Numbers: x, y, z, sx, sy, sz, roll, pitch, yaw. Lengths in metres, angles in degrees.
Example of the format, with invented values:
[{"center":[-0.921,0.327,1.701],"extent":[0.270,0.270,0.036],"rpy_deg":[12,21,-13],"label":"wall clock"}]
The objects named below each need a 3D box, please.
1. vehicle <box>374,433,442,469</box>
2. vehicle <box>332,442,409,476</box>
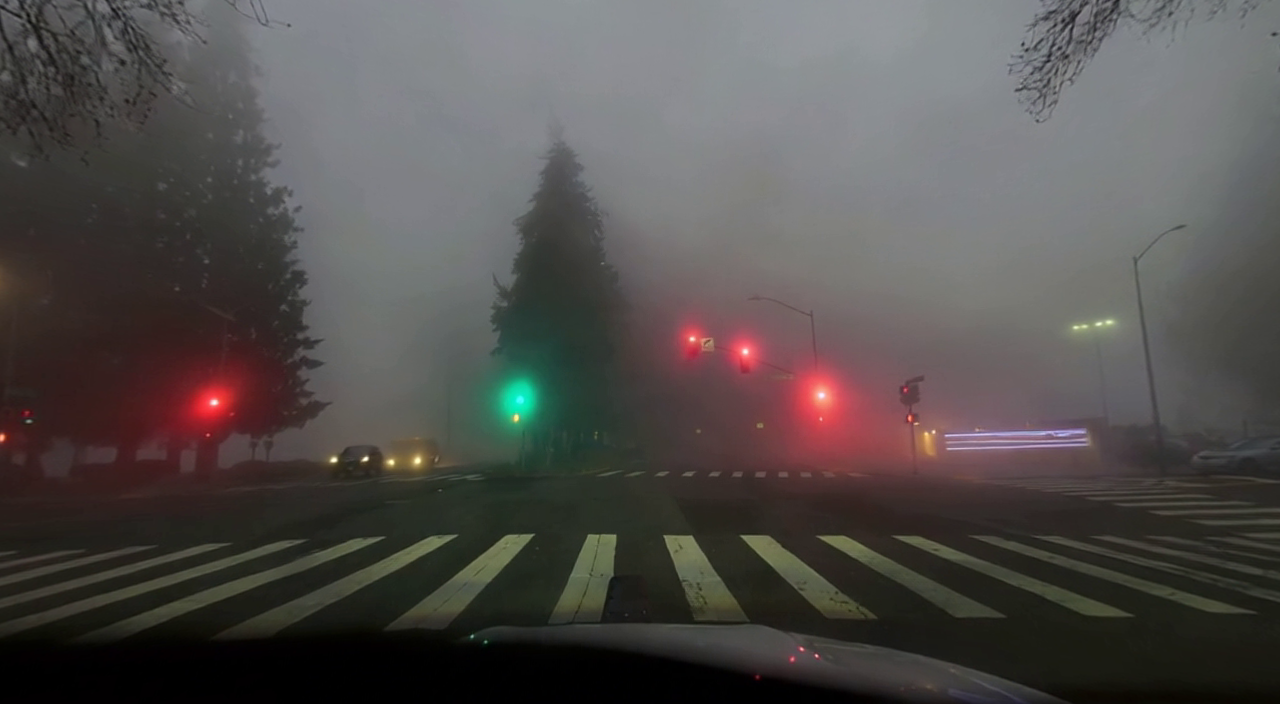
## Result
[{"center":[-17.614,7.560,48.215],"extent":[2.557,2.580,5.856],"rpy_deg":[-1,-8,5],"label":"vehicle"},{"center":[-14.835,5.872,34.999],"extent":[2.169,1.753,4.640],"rpy_deg":[0,-8,1],"label":"vehicle"}]
